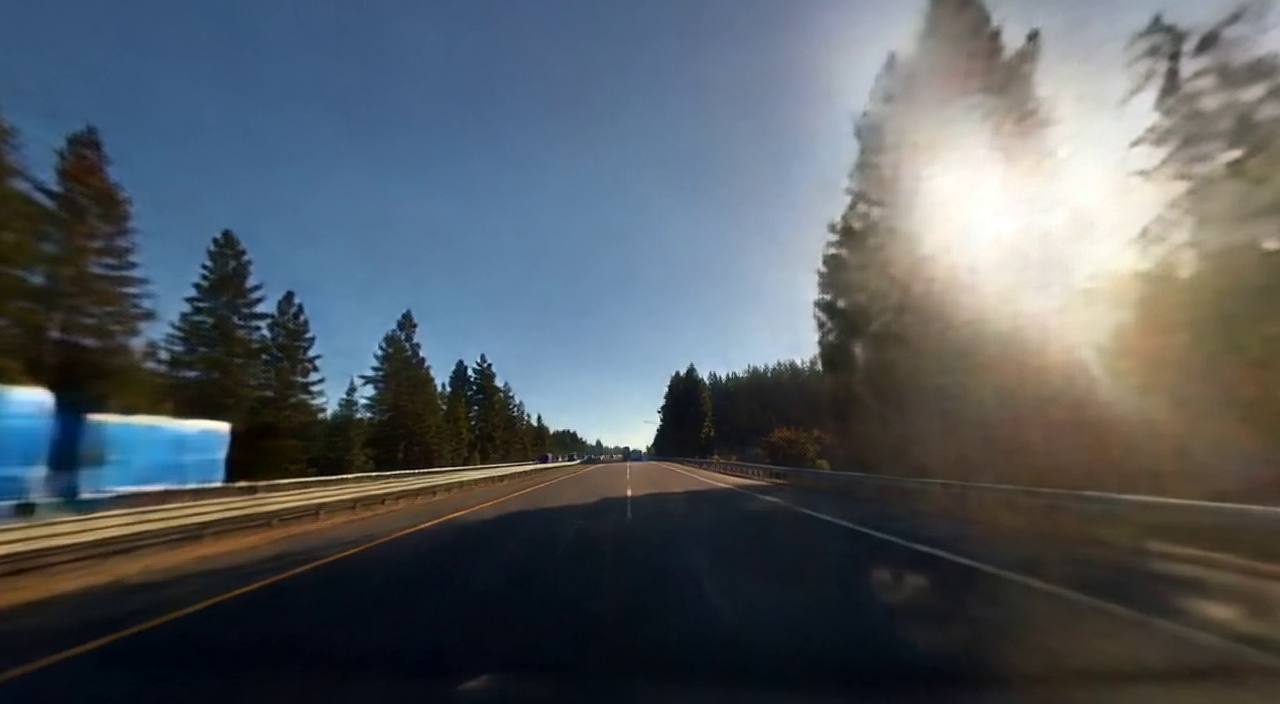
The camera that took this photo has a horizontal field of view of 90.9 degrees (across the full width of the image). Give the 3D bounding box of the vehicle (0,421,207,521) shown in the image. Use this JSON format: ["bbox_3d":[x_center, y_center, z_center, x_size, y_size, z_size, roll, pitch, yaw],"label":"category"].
[{"bbox_3d":[-11.192,2.320,12.693,1.861,1.662,4.332,0,-9,-1],"label":"vehicle"}]
